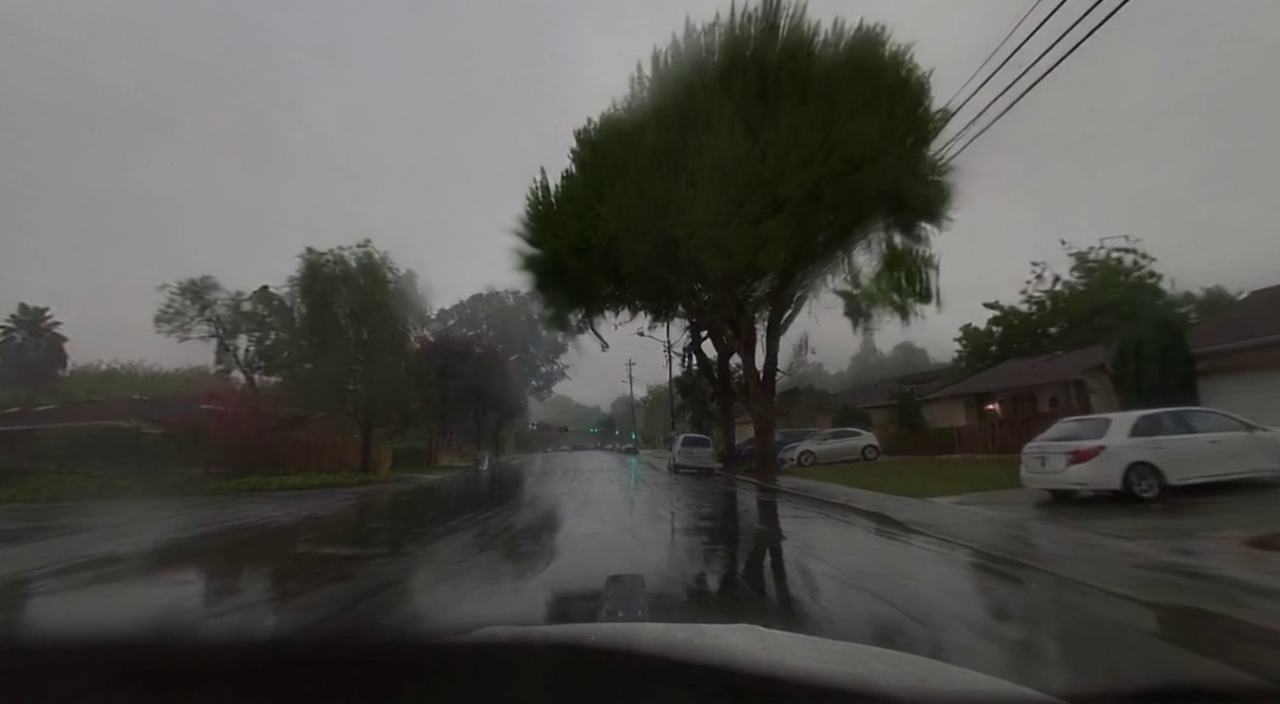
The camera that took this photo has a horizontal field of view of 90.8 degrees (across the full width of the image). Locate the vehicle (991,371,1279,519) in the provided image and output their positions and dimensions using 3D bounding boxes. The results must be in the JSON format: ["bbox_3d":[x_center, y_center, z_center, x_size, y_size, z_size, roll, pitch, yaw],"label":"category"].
[{"bbox_3d":[9.409,1.504,11.080,5.072,1.909,2.237,-6,-7,-5],"label":"vehicle"}]

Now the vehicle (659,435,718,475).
[{"bbox_3d":[2.490,5.474,33.742,2.214,1.962,4.733,1,-9,-7],"label":"vehicle"}]

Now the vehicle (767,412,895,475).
[{"bbox_3d":[8.419,4.079,28.225,4.801,2.139,2.164,-6,-7,-3],"label":"vehicle"}]

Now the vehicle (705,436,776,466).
[{"bbox_3d":[7.195,7.121,45.755,4.666,1.655,2.169,-6,-8,1],"label":"vehicle"}]
